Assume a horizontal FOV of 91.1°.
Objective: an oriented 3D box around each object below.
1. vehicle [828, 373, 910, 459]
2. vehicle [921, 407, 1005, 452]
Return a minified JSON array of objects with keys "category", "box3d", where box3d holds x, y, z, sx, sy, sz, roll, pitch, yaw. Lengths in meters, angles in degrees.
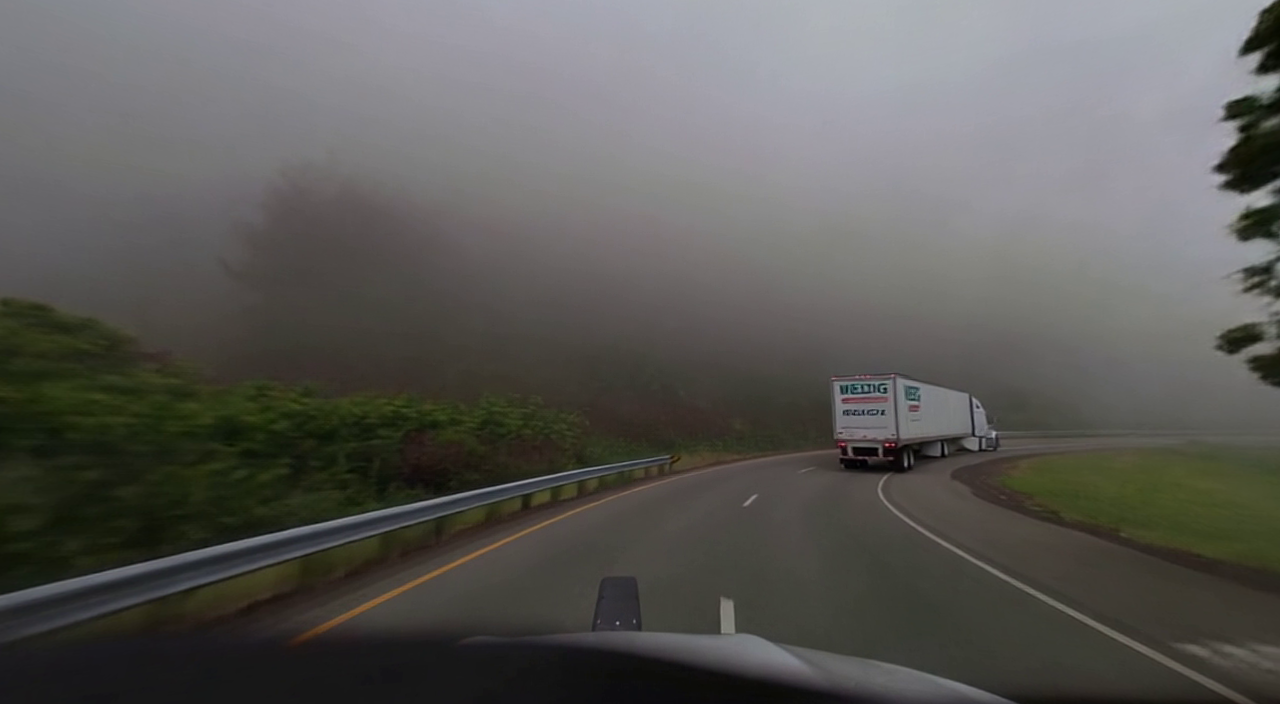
[{"category":"vehicle","box3d":[10.803,3.074,29.624,2.963,3.771,3.137,-4,-9,30]},{"category":"vehicle","box3d":[19.844,4.743,38.398,6.650,2.524,2.120,7,-10,-41]}]
